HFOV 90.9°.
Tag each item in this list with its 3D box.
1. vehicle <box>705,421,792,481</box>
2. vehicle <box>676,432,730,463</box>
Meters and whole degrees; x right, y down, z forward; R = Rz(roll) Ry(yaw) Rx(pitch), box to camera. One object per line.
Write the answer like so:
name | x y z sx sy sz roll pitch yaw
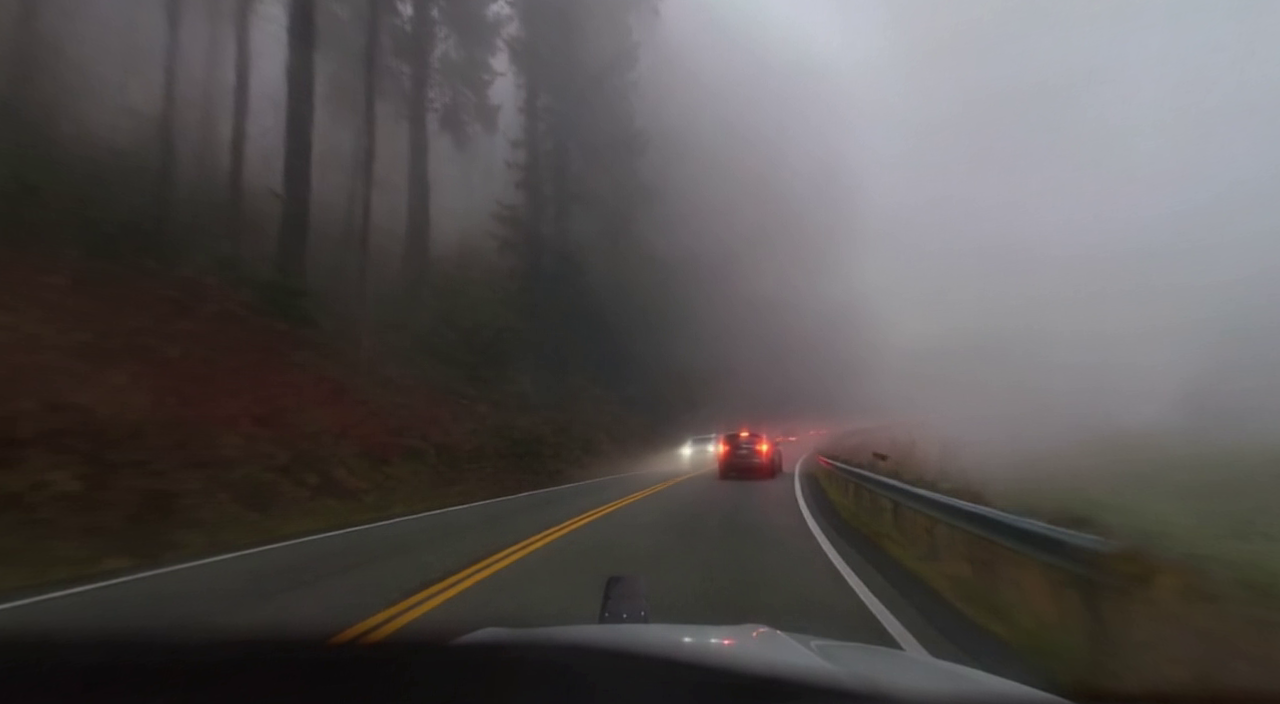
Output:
vehicle | 3.389 2.985 19.185 2.274 1.583 4.349 -2 -9 12
vehicle | 3.540 5.220 34.607 2.143 1.586 4.238 -3 -9 16
